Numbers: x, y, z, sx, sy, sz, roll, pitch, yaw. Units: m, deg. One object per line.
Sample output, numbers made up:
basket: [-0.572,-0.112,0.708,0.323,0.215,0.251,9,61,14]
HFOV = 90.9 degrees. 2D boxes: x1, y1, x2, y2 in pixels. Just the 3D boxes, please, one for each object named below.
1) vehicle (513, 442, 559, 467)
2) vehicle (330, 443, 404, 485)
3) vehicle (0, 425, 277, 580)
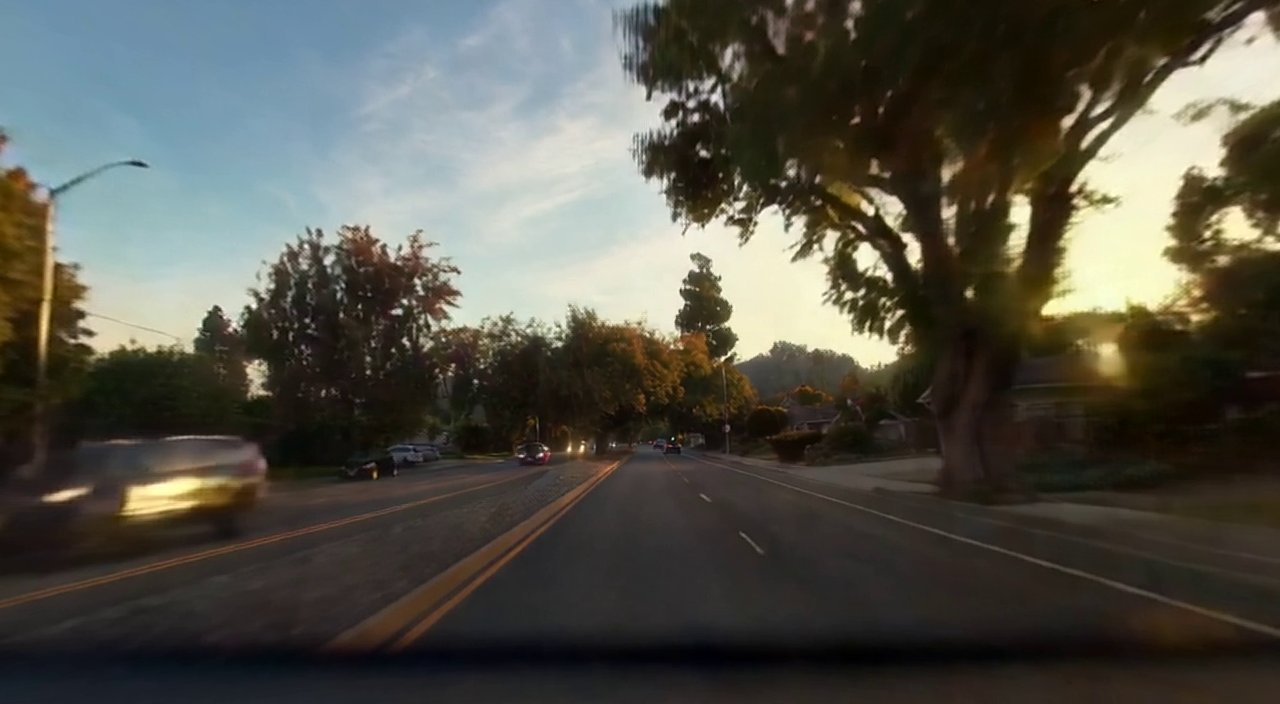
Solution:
vehicle: [-6.454,6.399,39.628,1.975,1.481,4.318,0,-8,2]
vehicle: [-14.414,5.892,33.578,2.058,1.779,4.768,-2,-6,-3]
vehicle: [-7.338,1.913,8.831,1.943,1.623,4.190,0,-8,1]
